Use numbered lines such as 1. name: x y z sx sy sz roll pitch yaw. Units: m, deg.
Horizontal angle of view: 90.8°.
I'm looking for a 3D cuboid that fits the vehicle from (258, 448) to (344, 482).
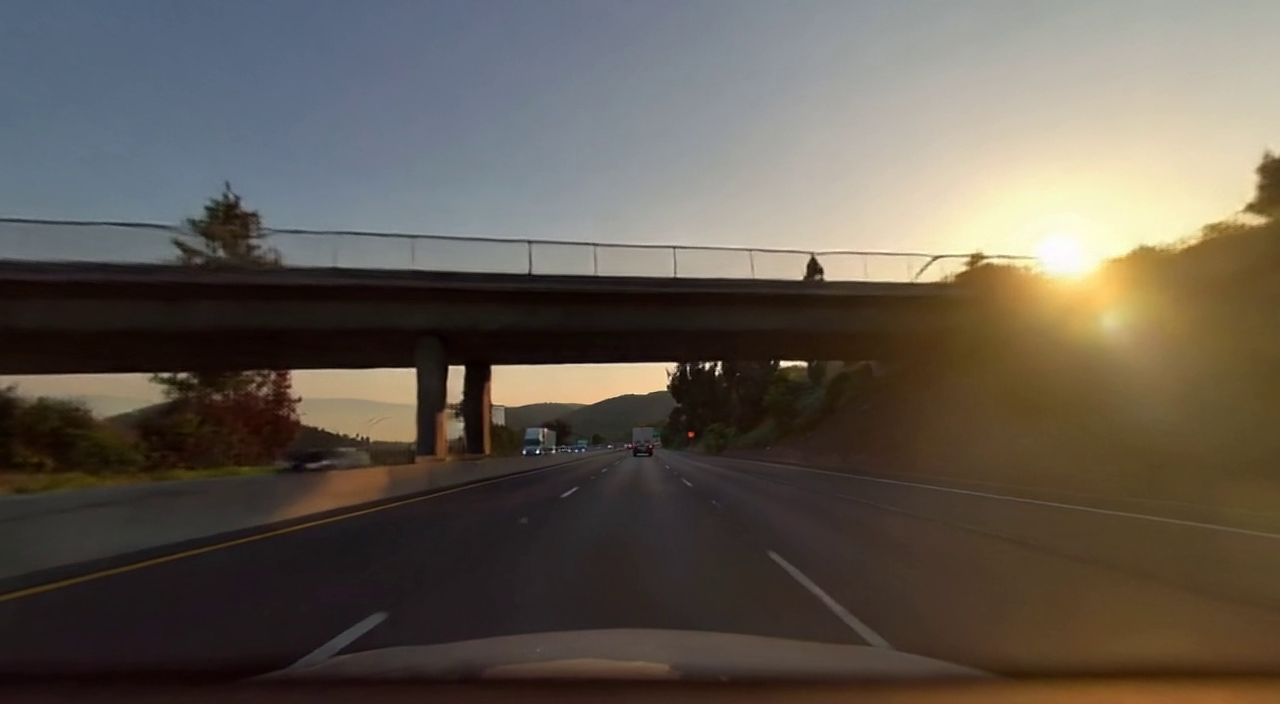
1. vehicle: -18.851 6.277 35.392 2.010 1.771 4.812 -1 -9 1
